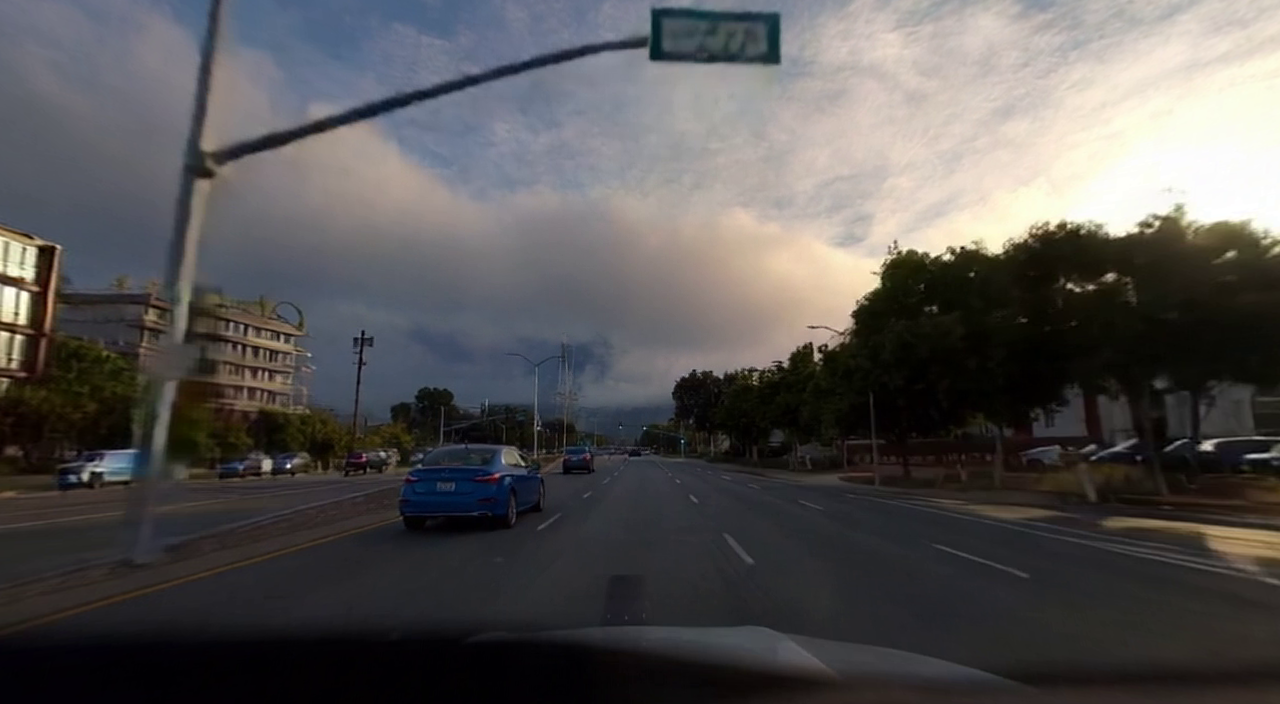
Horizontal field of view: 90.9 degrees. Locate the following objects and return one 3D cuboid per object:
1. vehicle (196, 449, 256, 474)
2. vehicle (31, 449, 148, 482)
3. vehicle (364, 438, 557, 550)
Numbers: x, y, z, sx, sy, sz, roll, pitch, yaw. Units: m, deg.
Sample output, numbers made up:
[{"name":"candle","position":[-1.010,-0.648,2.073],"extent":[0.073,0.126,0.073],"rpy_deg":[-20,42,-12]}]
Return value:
[{"name":"vehicle","position":[-27.667,7.294,42.331],"extent":[1.940,1.531,5.040],"rpy_deg":[2,-9,-17]},{"name":"vehicle","position":[-28.269,5.812,32.598],"extent":[1.857,1.539,4.760],"rpy_deg":[0,-8,-2]},{"name":"vehicle","position":[-2.869,2.360,11.288],"extent":[2.009,1.489,4.543],"rpy_deg":[-3,-8,2]}]
